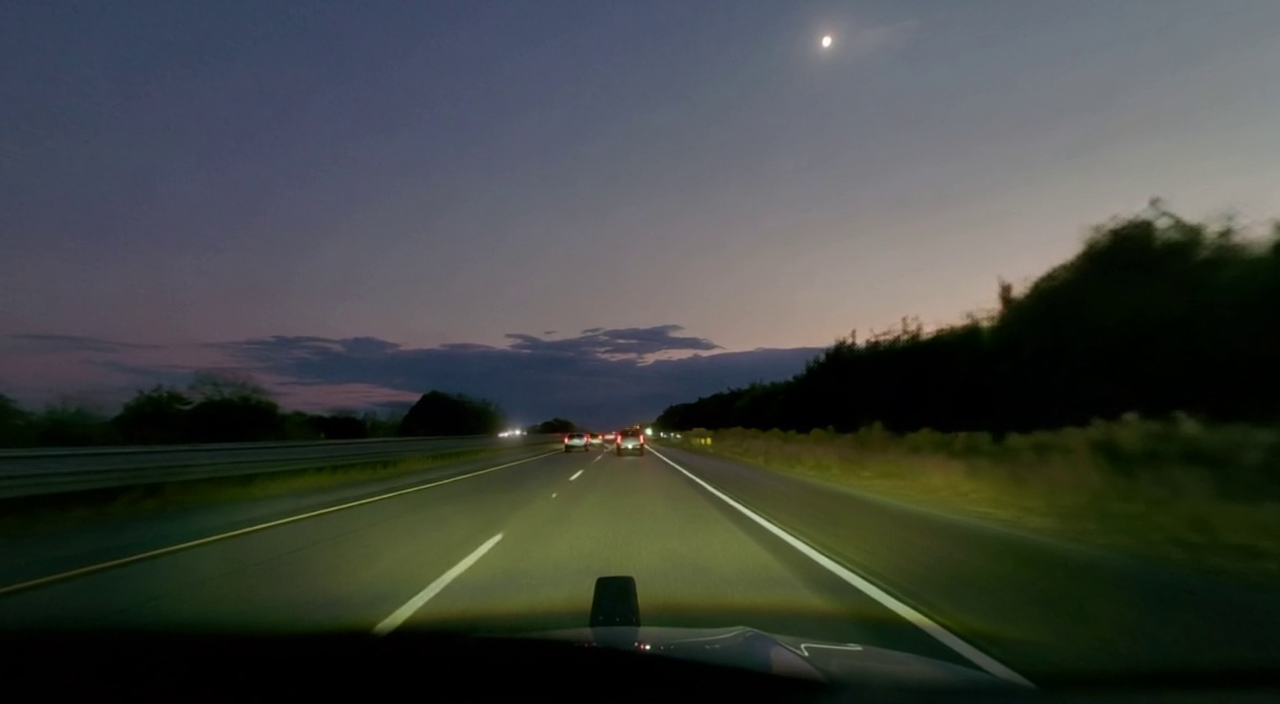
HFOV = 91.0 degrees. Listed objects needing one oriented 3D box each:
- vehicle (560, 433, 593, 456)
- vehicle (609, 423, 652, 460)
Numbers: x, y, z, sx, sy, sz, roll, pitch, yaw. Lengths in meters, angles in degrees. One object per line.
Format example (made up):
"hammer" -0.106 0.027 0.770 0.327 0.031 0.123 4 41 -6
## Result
"vehicle" -4.636 6.802 46.393 2.062 1.567 4.117 0 -8 -1
"vehicle" -0.545 5.011 35.257 2.223 1.957 4.416 0 -8 -1
